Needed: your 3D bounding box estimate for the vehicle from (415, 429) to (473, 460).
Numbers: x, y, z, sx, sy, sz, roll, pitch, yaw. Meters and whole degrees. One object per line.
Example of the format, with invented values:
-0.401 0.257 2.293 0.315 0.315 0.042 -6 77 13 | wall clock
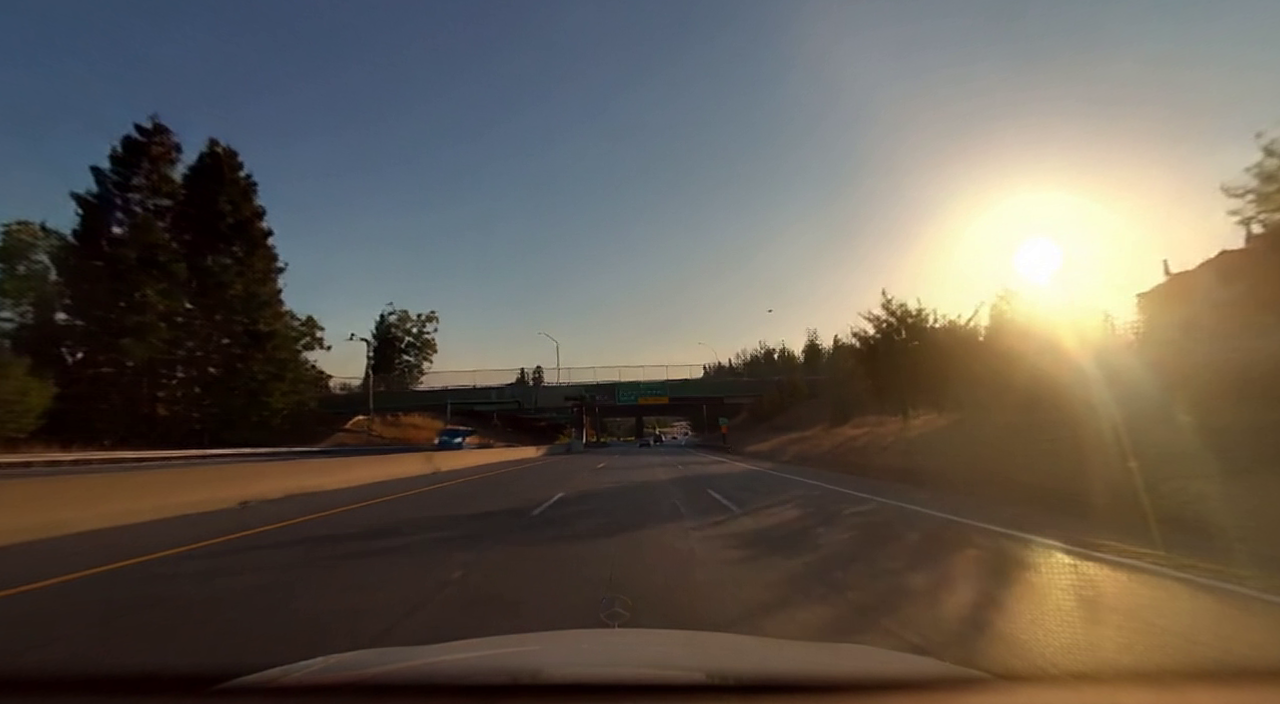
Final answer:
-14.021 6.671 45.499 2.360 2.041 5.367 -1 -8 1 | vehicle
